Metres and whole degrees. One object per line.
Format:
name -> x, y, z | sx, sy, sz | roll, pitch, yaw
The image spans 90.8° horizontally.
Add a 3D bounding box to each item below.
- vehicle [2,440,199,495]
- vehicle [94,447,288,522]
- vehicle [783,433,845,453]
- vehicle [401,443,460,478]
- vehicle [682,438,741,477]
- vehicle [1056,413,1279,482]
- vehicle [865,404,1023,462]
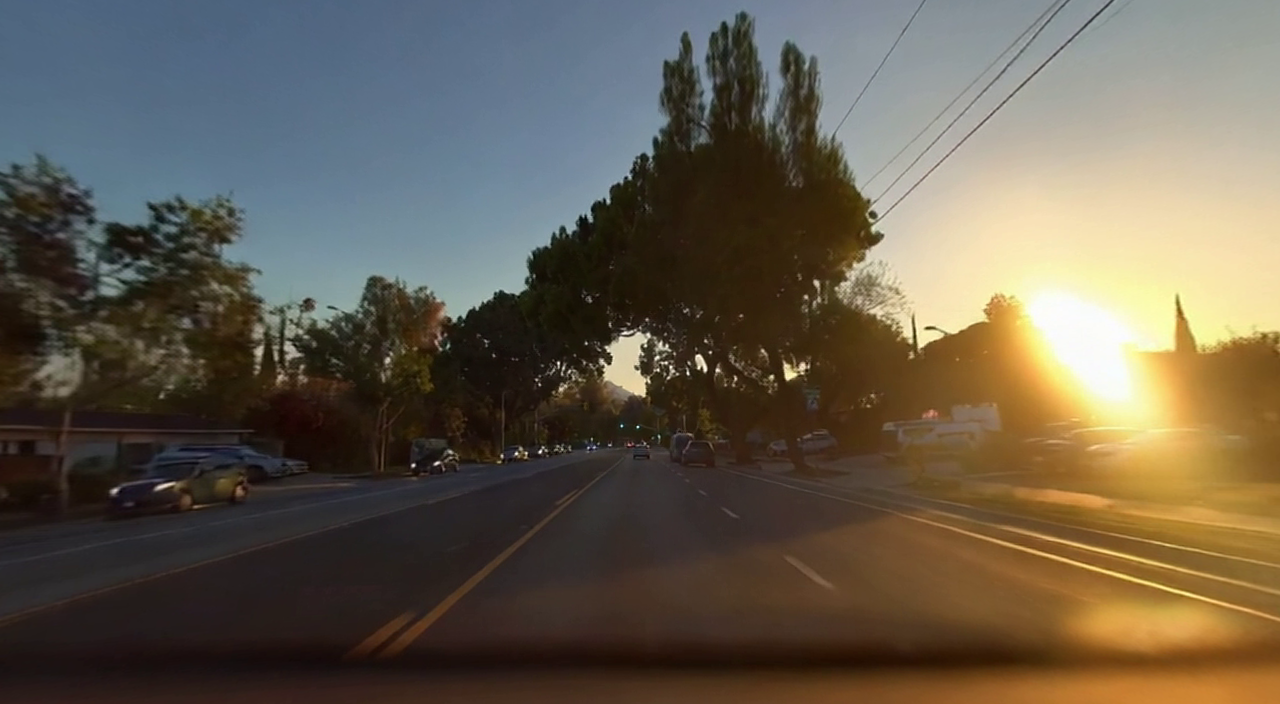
vehicle -> -18.724, 4.011, 22.148 | 4.837, 1.808, 2.176 | 0, -8, -1
vehicle -> -11.840, 3.458, 17.194 | 1.822, 1.699, 4.791 | 0, -8, -2
vehicle -> 13.435, 7.048, 48.916 | 4.162, 1.544, 1.812 | 1, -8, -4
vehicle -> -11.912, 6.174, 36.232 | 1.954, 1.828, 4.466 | 0, -8, -2
vehicle -> 3.036, 4.576, 27.601 | 1.983, 1.557, 4.078 | 0, -8, -1
vehicle -> 12.644, 2.249, 14.973 | 4.183, 1.516, 1.884 | 0, -8, 2
vehicle -> 12.899, 3.482, 27.090 | 5.472, 2.340, 2.418 | 0, -8, -2
